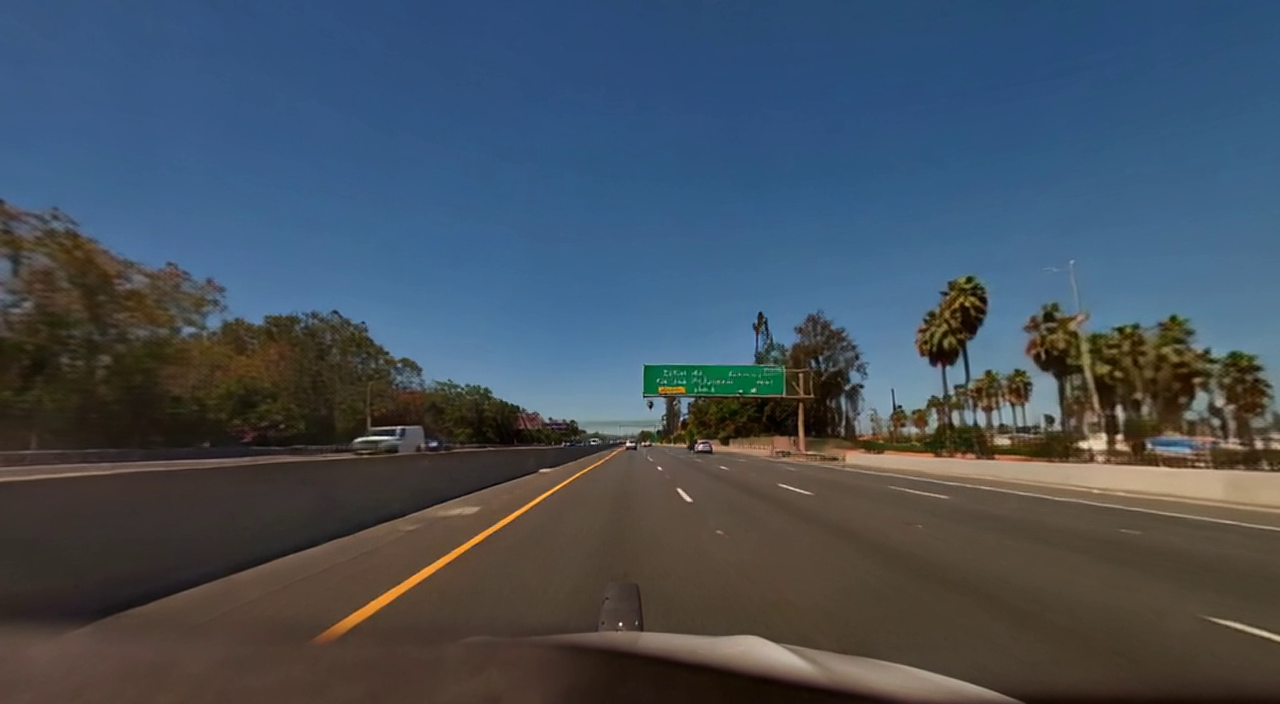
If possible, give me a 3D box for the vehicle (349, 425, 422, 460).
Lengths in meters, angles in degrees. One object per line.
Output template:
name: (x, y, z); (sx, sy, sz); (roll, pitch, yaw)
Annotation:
vehicle: (-13.407, 4.818, 33.622); (2.006, 1.695, 4.512); (0, -8, -1)
